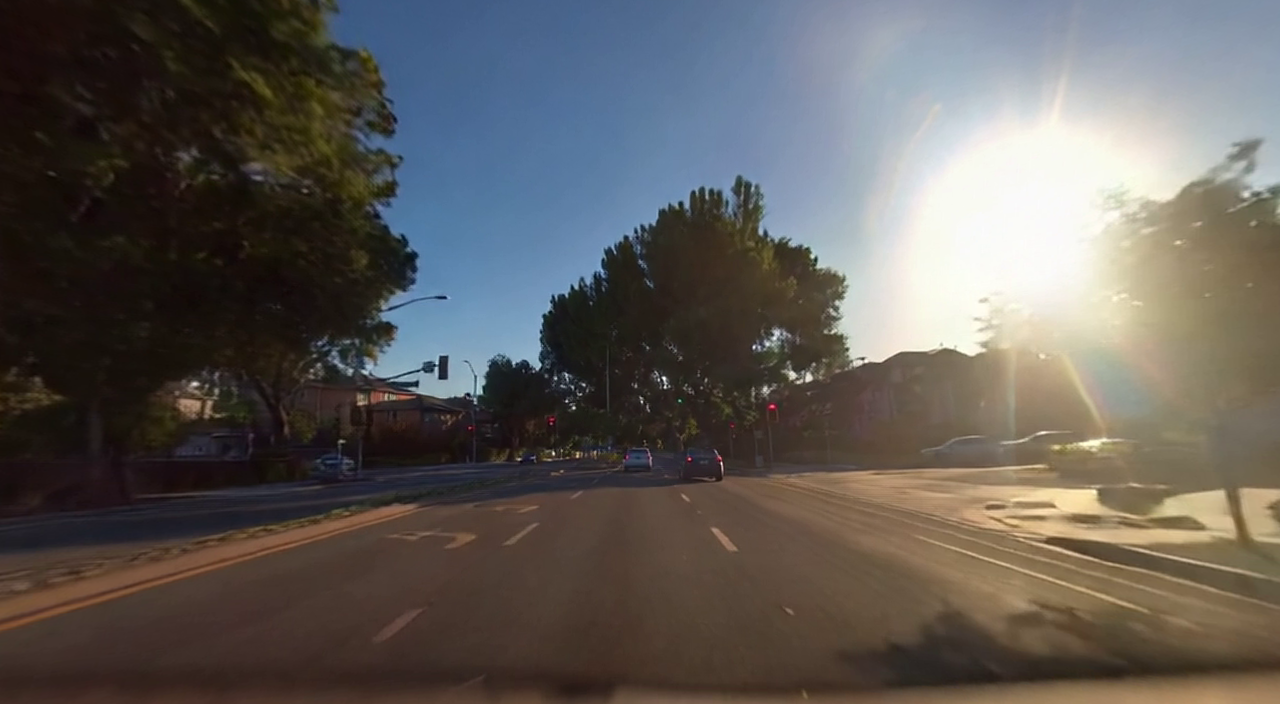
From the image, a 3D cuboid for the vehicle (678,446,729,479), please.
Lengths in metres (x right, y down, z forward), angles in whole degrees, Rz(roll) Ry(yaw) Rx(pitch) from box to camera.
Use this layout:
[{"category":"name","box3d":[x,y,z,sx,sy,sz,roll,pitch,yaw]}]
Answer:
[{"category":"vehicle","box3d":[3.110,5.521,31.900,2.057,1.496,4.401,1,-9,-1]}]

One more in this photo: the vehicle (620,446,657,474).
[{"category":"vehicle","box3d":[-0.083,6.357,37.469,2.018,1.511,3.993,0,-9,0]}]
